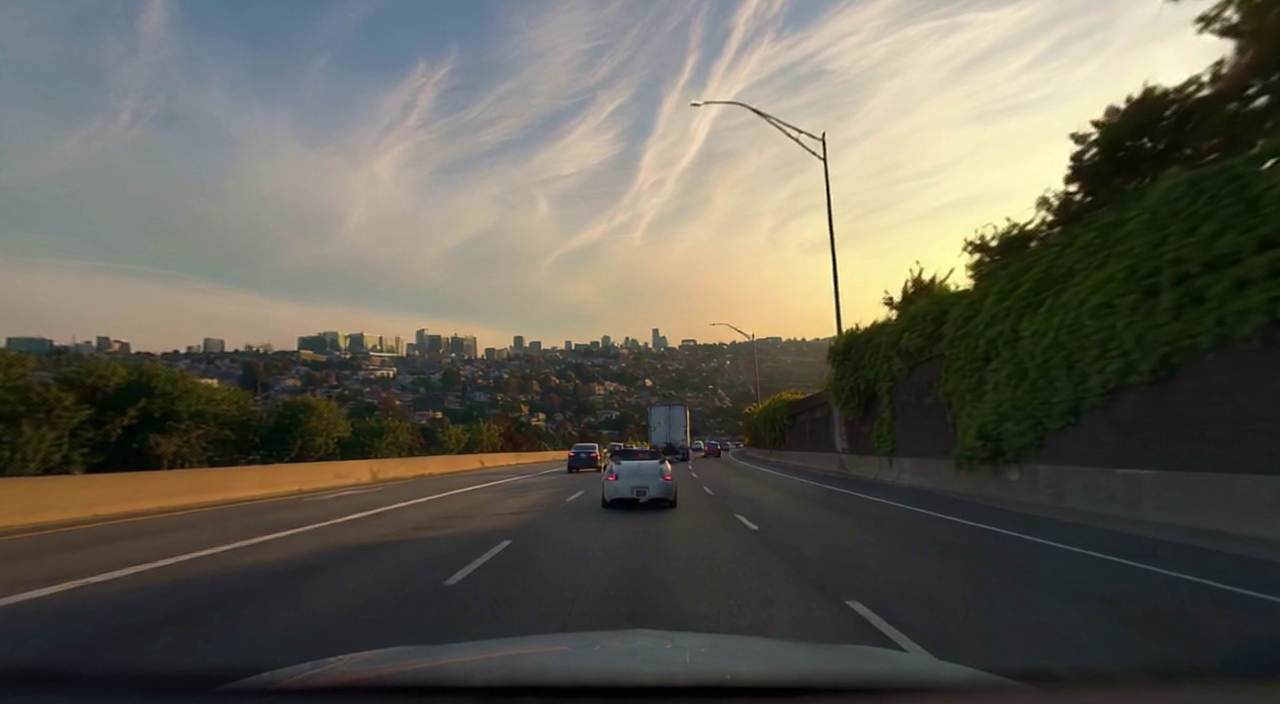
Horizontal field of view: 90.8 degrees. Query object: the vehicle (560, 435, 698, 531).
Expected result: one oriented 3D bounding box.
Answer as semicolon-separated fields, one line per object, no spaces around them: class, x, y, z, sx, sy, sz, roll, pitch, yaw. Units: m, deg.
vehicle;-0.142;2.342;11.867;2.136;1.470;3.971;-1;-9;1
